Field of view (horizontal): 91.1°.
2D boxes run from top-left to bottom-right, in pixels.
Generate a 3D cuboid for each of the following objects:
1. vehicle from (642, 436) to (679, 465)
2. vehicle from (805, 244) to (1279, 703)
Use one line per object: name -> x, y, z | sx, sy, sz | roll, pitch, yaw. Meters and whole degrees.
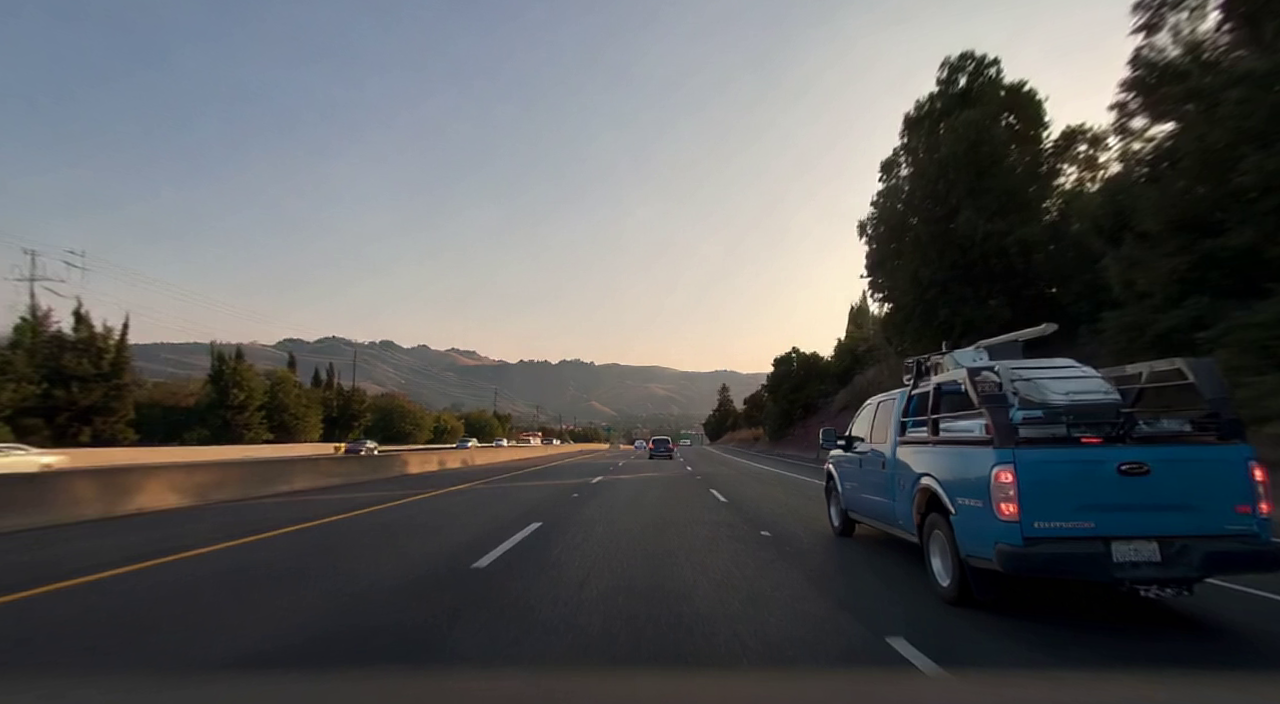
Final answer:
vehicle -> 1.143, 5.750, 36.677 | 2.034, 1.549, 4.147 | 0, -9, 1
vehicle -> 3.673, 1.076, 5.872 | 2.538, 2.228, 6.370 | 0, -9, 0
